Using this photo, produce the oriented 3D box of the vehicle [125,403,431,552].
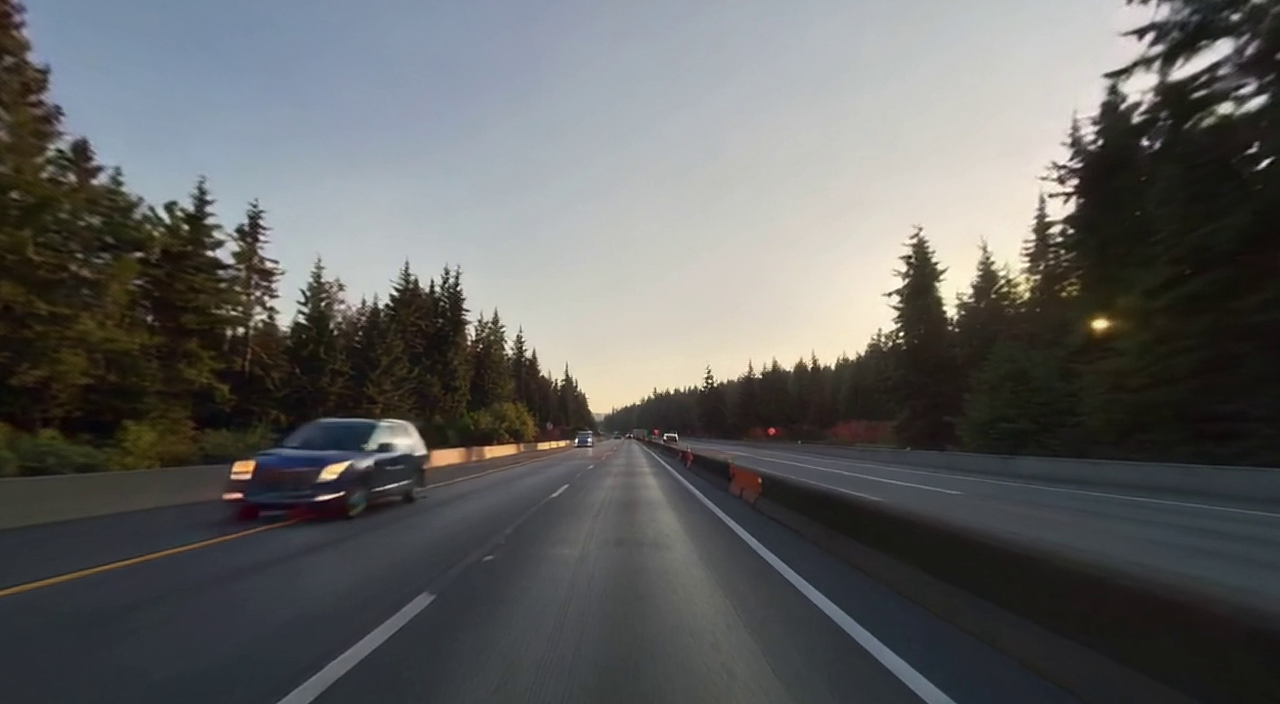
[{"bbox_3d":[-5.010,1.784,9.710,2.067,1.721,4.529,0,-8,-1],"label":"vehicle"}]
